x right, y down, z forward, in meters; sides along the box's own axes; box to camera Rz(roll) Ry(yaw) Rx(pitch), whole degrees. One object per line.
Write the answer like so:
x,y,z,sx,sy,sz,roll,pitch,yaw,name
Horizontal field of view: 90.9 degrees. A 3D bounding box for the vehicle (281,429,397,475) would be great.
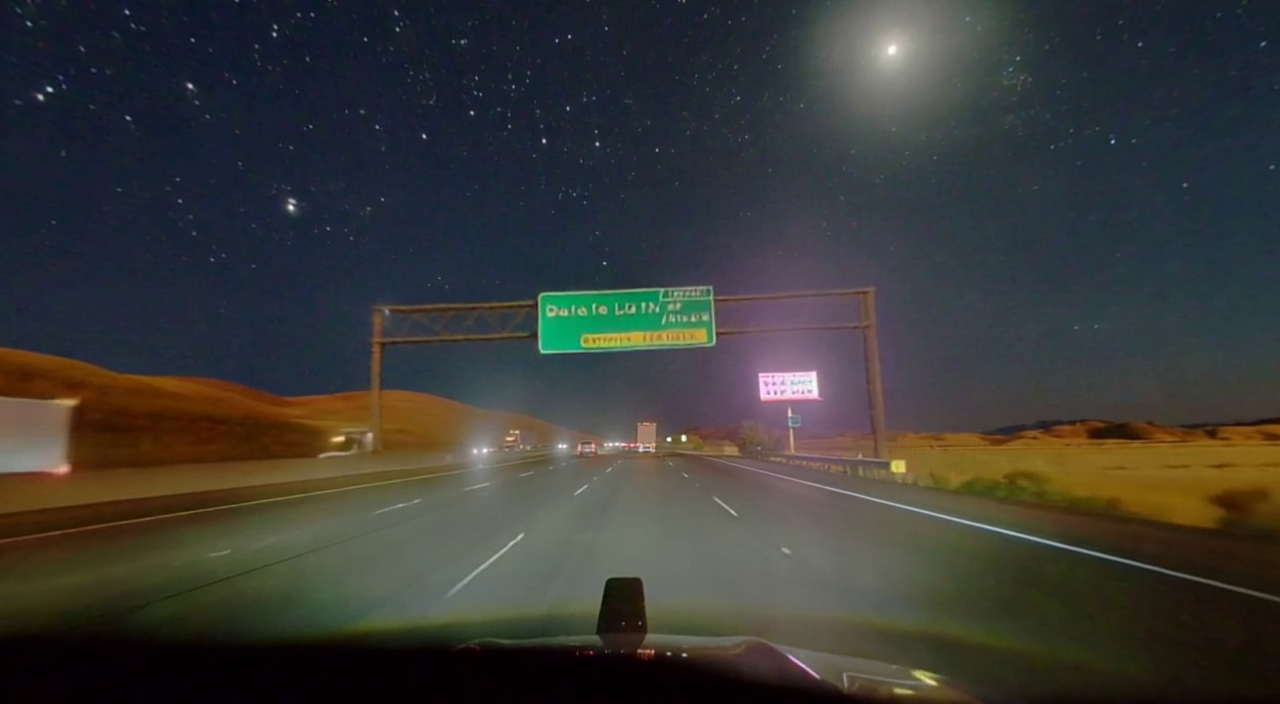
-20.702,6.957,44.448,2.885,2.821,10.731,0,-8,0,vehicle
